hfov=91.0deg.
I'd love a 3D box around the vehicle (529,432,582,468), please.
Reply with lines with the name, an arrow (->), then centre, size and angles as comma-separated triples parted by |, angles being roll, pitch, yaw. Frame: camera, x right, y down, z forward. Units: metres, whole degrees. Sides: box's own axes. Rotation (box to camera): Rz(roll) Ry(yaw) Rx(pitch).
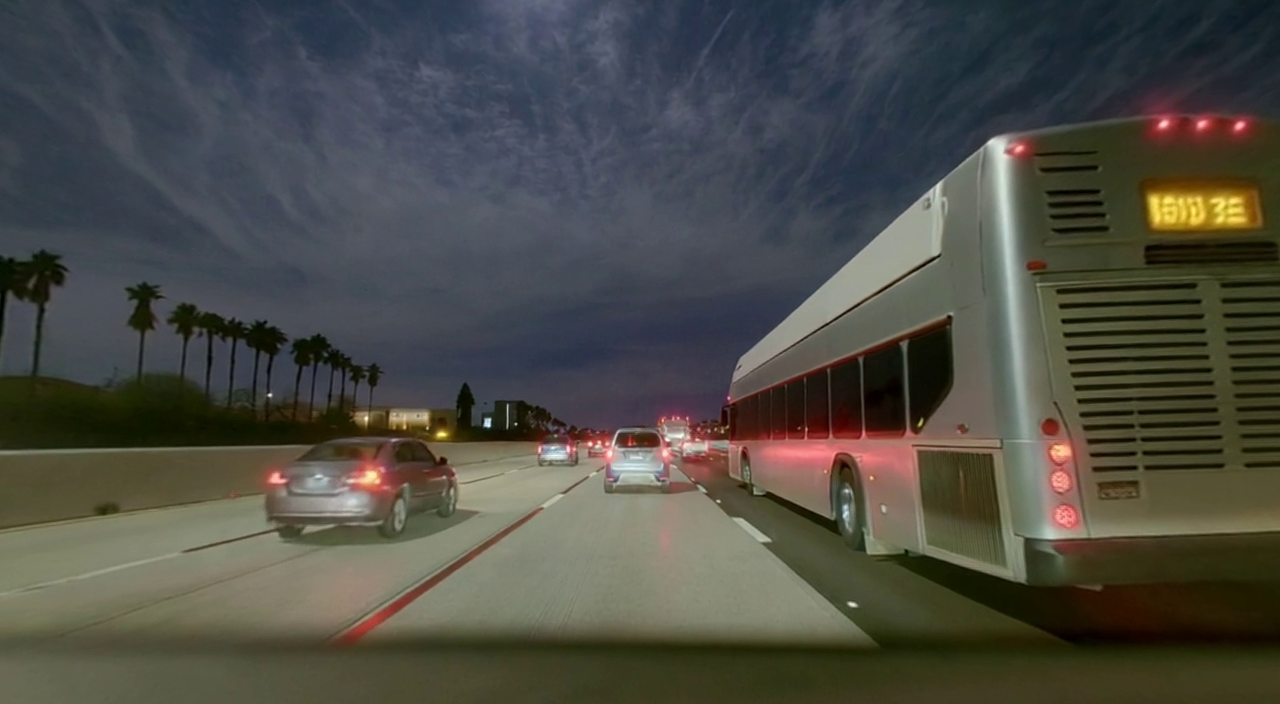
vehicle -> -4.475, 5.279, 33.958 | 2.100, 1.765, 4.743 | 0, -9, 1

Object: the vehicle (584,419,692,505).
vehicle -> -0.009, 2.640, 15.454 | 2.268, 1.796, 4.280 | 0, -9, 1

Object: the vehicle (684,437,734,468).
vehicle -> 3.561, 5.326, 33.392 | 2.039, 1.516, 4.521 | 0, -9, -2

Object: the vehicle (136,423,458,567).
vehicle -> -4.386, 1.901, 9.185 | 2.040, 1.536, 4.680 | 0, -9, 0

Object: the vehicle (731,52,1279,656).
vehicle -> 4.007, 0.964, 10.804 | 3.020, 3.622, 14.302 | 0, -9, 1
